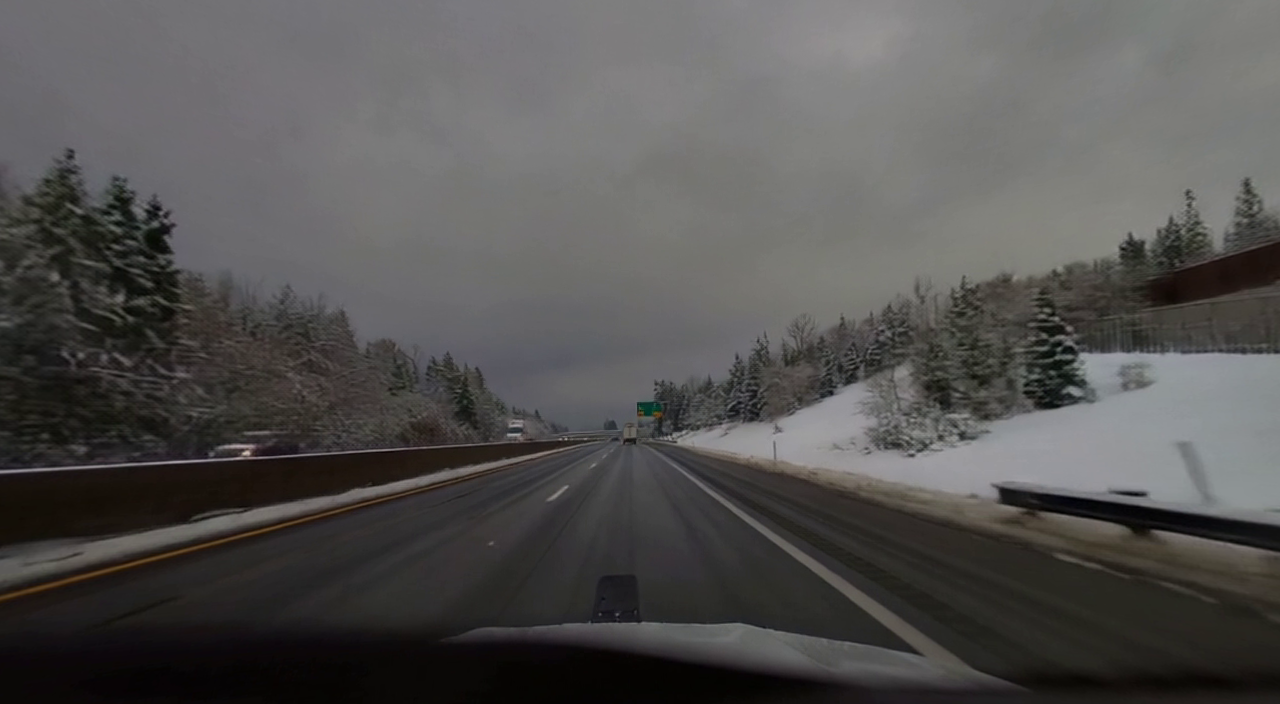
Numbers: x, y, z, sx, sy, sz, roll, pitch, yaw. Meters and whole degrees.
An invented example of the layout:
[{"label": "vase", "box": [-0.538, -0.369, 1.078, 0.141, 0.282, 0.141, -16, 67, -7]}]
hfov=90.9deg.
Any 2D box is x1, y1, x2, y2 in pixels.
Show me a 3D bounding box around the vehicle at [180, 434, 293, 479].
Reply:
[{"label": "vehicle", "box": [-16.779, 4.330, 26.505, 1.973, 1.703, 4.250, 0, -7, -1]}]
